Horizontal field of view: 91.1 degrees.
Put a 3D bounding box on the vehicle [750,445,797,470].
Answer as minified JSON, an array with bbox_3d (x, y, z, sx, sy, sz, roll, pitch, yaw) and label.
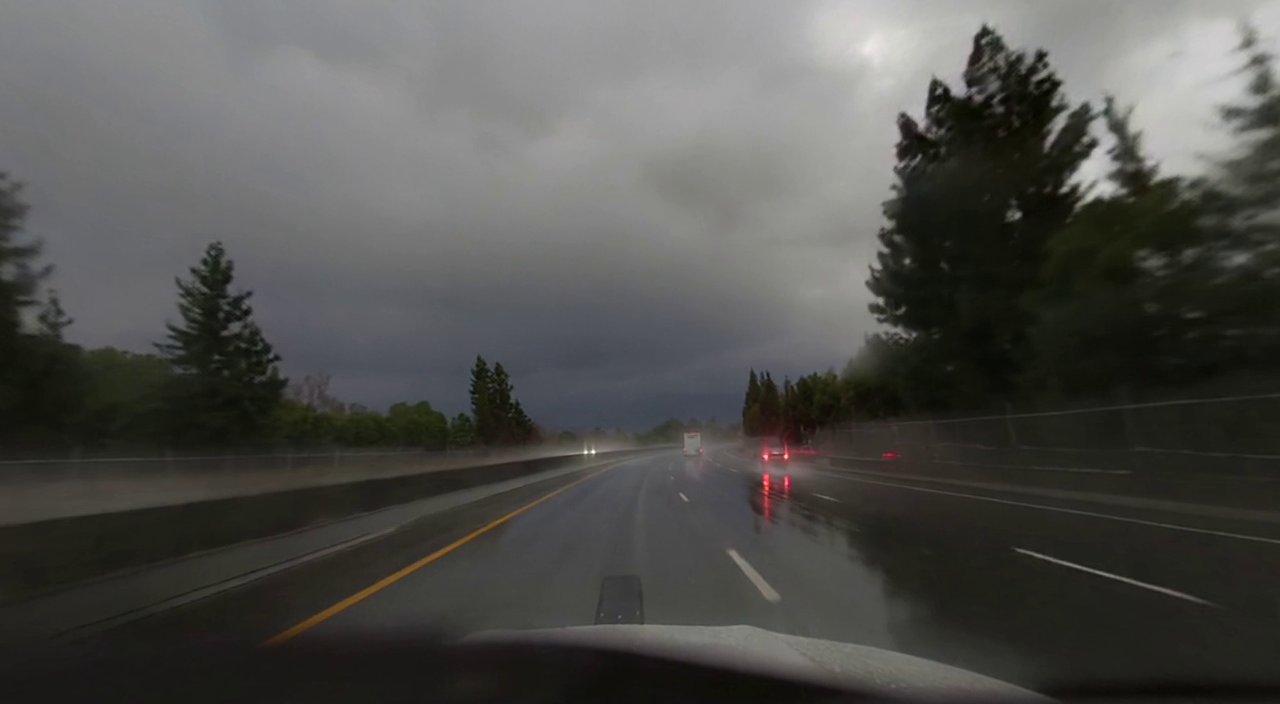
[{"bbox_3d":[8.496,6.734,40.429,1.983,1.486,4.545,-1,-9,0],"label":"vehicle"}]
